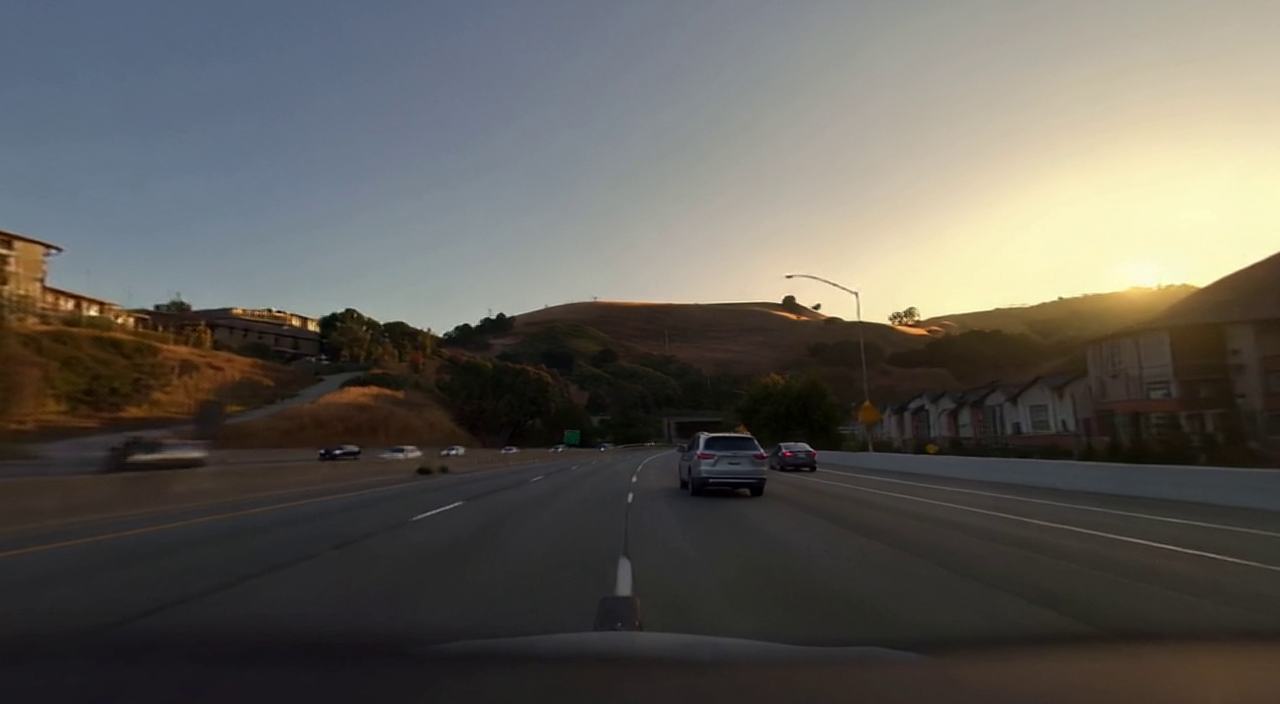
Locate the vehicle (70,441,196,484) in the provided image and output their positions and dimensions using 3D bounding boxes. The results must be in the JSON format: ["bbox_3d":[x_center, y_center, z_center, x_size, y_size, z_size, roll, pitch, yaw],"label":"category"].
[{"bbox_3d":[-23.614,5.132,29.577,1.972,1.860,4.592,0,-9,1],"label":"vehicle"}]

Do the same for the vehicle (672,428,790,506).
[{"bbox_3d":[2.213,2.975,16.753,2.318,1.766,4.587,0,-8,-2],"label":"vehicle"}]

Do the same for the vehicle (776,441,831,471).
[{"bbox_3d":[9.909,6.349,38.517,2.043,1.714,4.453,0,-9,-1],"label":"vehicle"}]

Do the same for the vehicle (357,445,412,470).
[{"bbox_3d":[-19.536,8.026,48.289,2.085,1.789,4.669,0,-8,2],"label":"vehicle"}]
